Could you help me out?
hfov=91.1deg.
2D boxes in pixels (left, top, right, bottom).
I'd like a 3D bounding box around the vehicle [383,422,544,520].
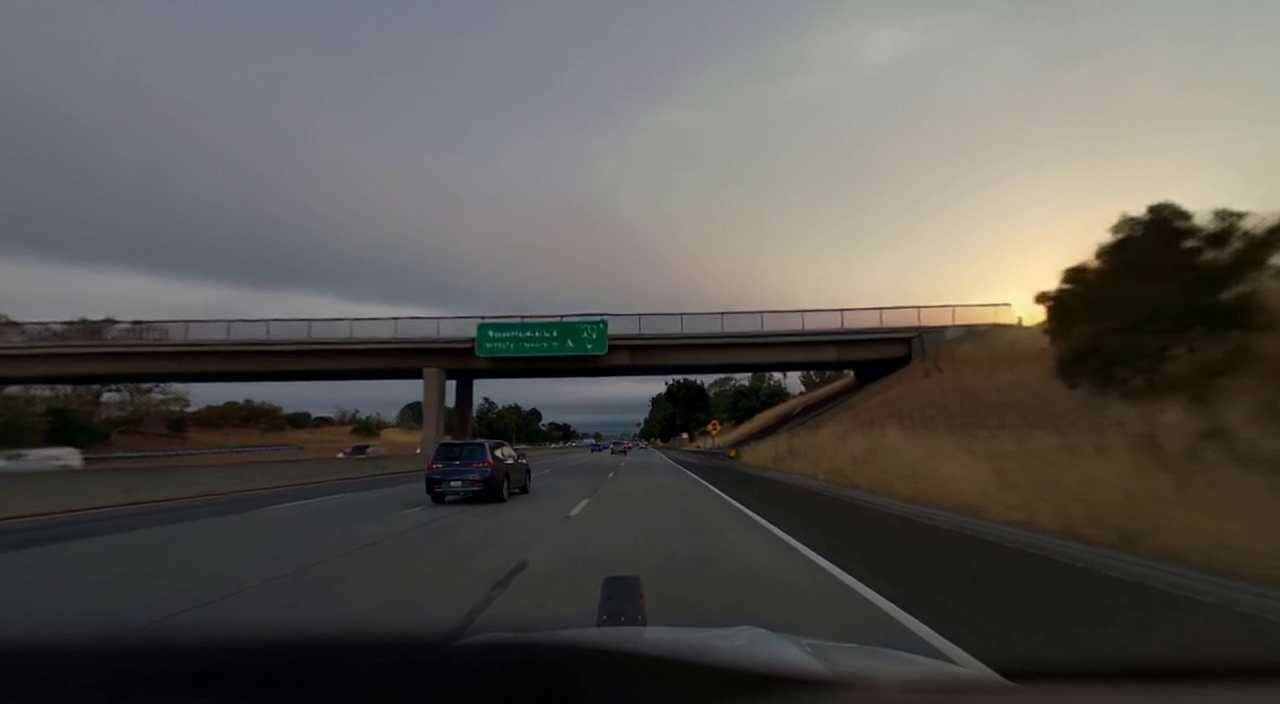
[{"bbox_3d":[-3.427,2.404,13.215,2.048,1.705,4.384,0,-8,1],"label":"vehicle"}]
